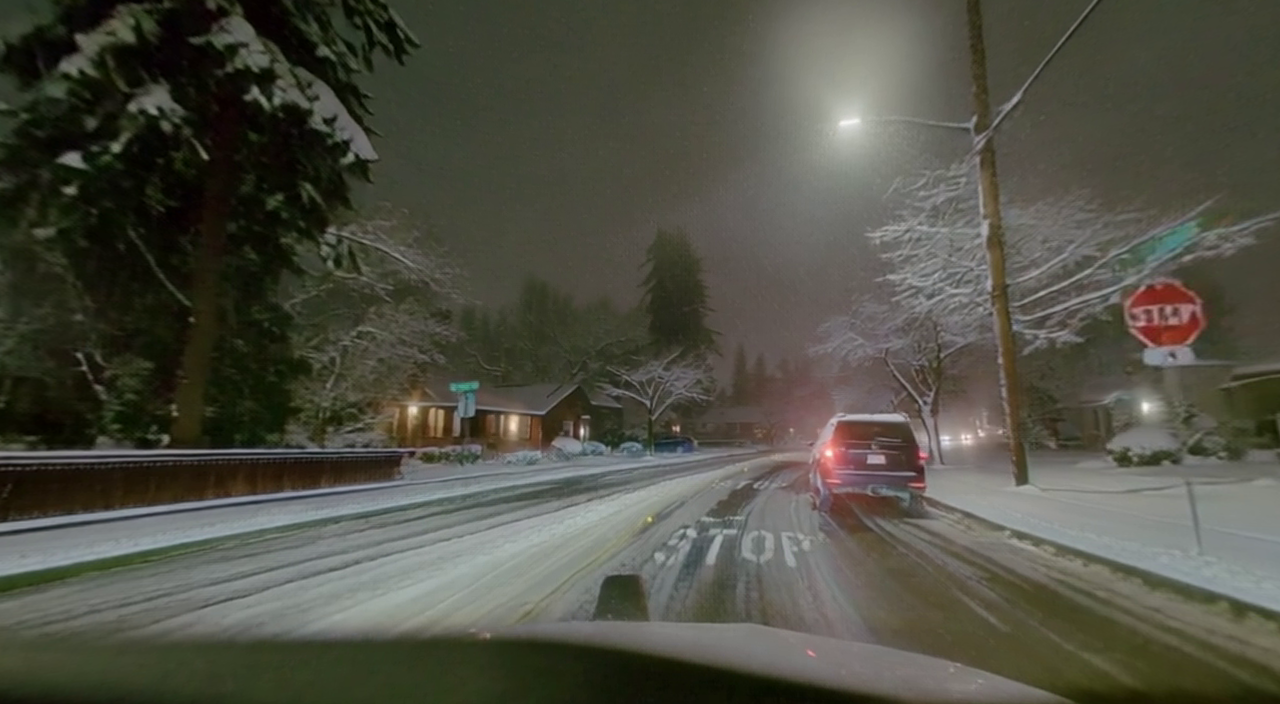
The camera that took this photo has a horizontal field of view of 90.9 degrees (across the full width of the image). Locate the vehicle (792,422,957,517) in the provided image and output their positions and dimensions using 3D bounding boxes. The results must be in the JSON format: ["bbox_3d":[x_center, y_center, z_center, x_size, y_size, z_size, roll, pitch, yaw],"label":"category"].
[{"bbox_3d":[4.720,2.434,13.619,2.692,1.649,4.689,-2,-9,13],"label":"vehicle"}]
